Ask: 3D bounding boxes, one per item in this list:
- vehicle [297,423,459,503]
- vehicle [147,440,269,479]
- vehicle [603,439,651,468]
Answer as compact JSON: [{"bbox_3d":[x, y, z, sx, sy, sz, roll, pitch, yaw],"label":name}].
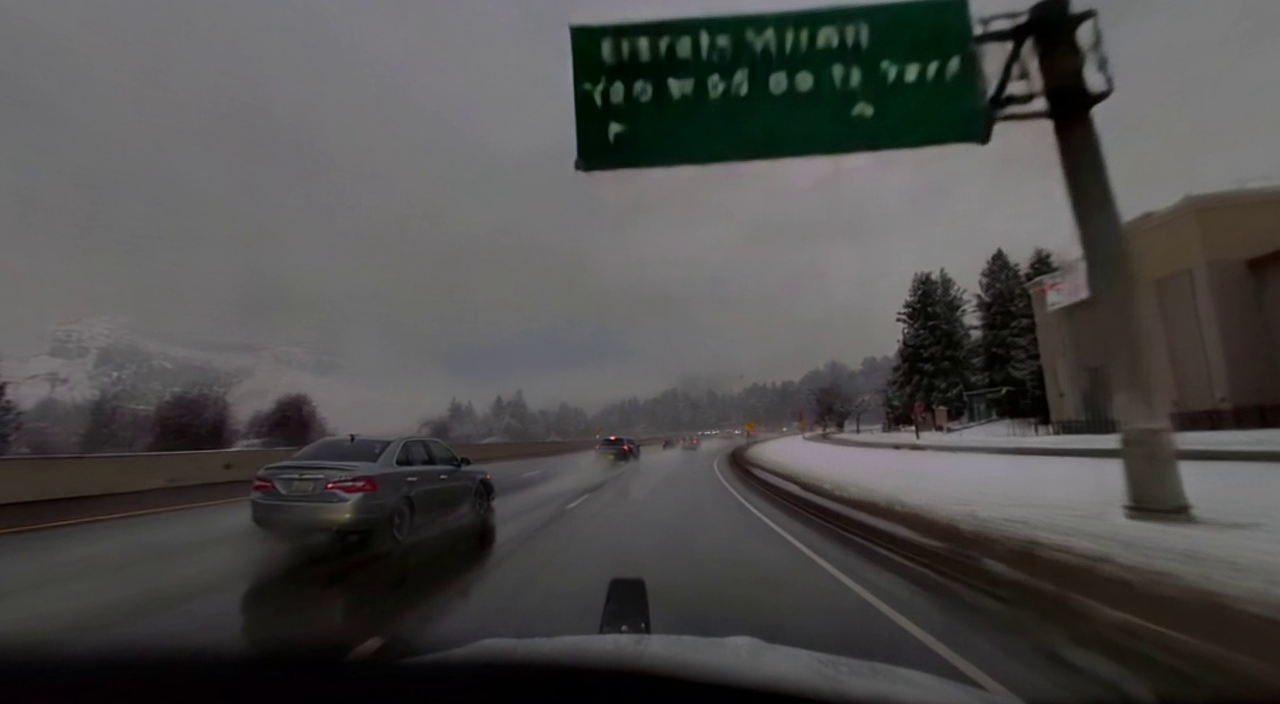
[{"bbox_3d":[-6.310,2.736,15.875,1.993,1.690,4.450,-1,-9,3],"label":"vehicle"},{"bbox_3d":[-19.022,4.749,28.082,1.880,1.540,4.630,-1,-9,5],"label":"vehicle"},{"bbox_3d":[-0.635,5.396,33.647,1.928,1.455,4.361,-2,-9,7],"label":"vehicle"}]
